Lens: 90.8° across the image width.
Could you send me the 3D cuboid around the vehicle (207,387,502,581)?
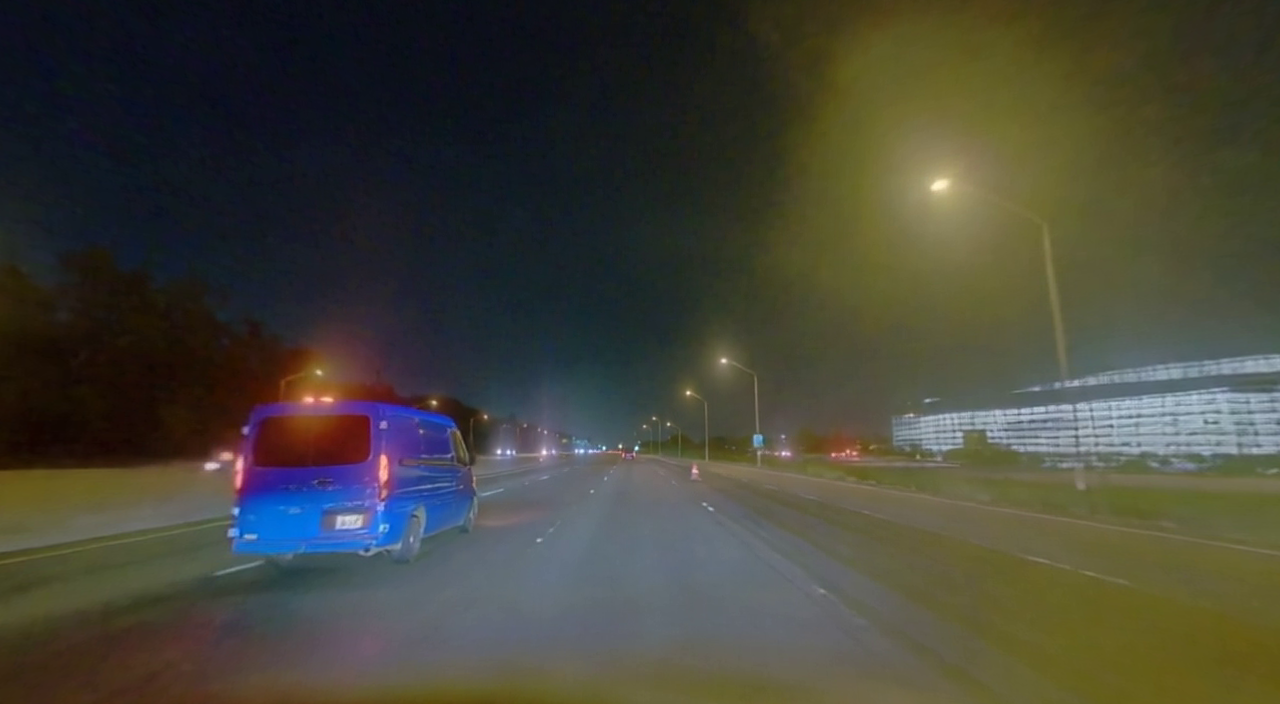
[{"bbox_3d":[-3.436,1.695,8.829,2.046,1.982,4.465,0,-9,-1],"label":"vehicle"}]
